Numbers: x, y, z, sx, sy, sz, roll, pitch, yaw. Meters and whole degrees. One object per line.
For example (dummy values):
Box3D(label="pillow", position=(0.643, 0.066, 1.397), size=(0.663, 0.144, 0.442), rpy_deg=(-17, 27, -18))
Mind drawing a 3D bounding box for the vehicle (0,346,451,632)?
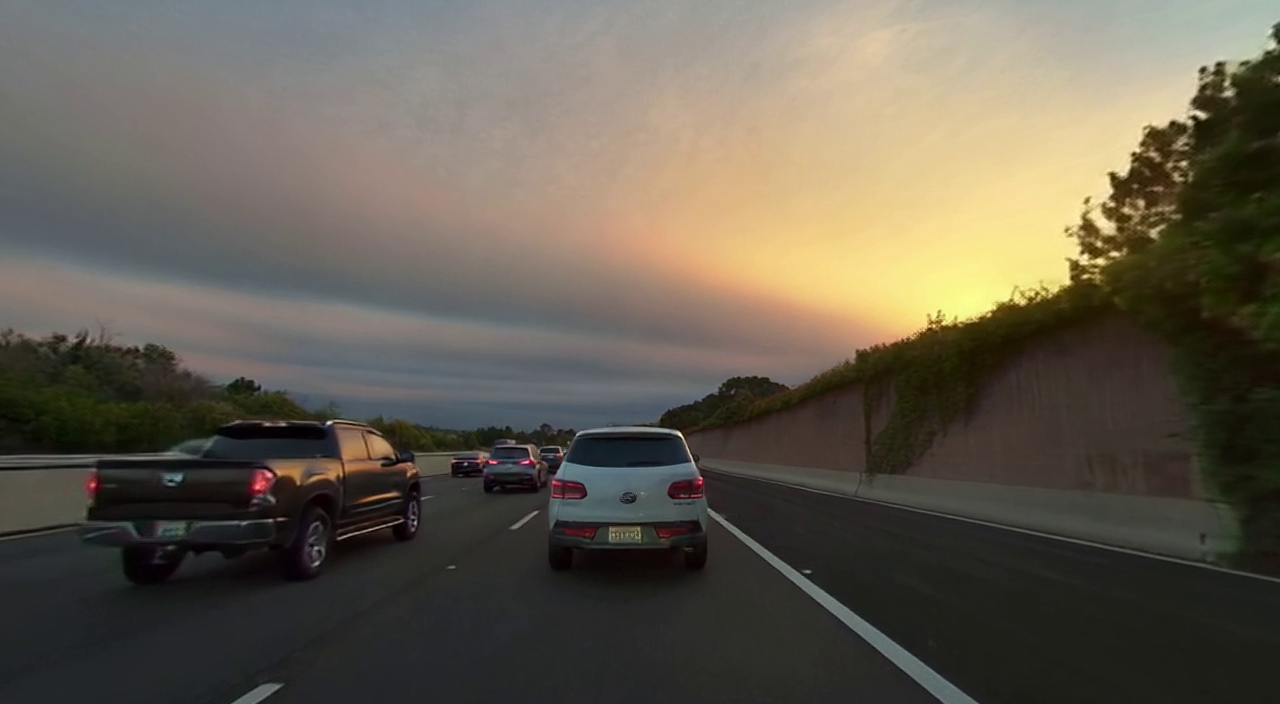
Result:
Box3D(label="vehicle", position=(-3.948, 1.386, 7.230), size=(2.055, 2.144, 4.782), rpy_deg=(0, -9, 0))

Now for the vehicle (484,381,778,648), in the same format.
Box3D(label="vehicle", position=(-0.089, 1.361, 6.080), size=(1.995, 1.798, 3.380), rpy_deg=(0, -9, -1))
